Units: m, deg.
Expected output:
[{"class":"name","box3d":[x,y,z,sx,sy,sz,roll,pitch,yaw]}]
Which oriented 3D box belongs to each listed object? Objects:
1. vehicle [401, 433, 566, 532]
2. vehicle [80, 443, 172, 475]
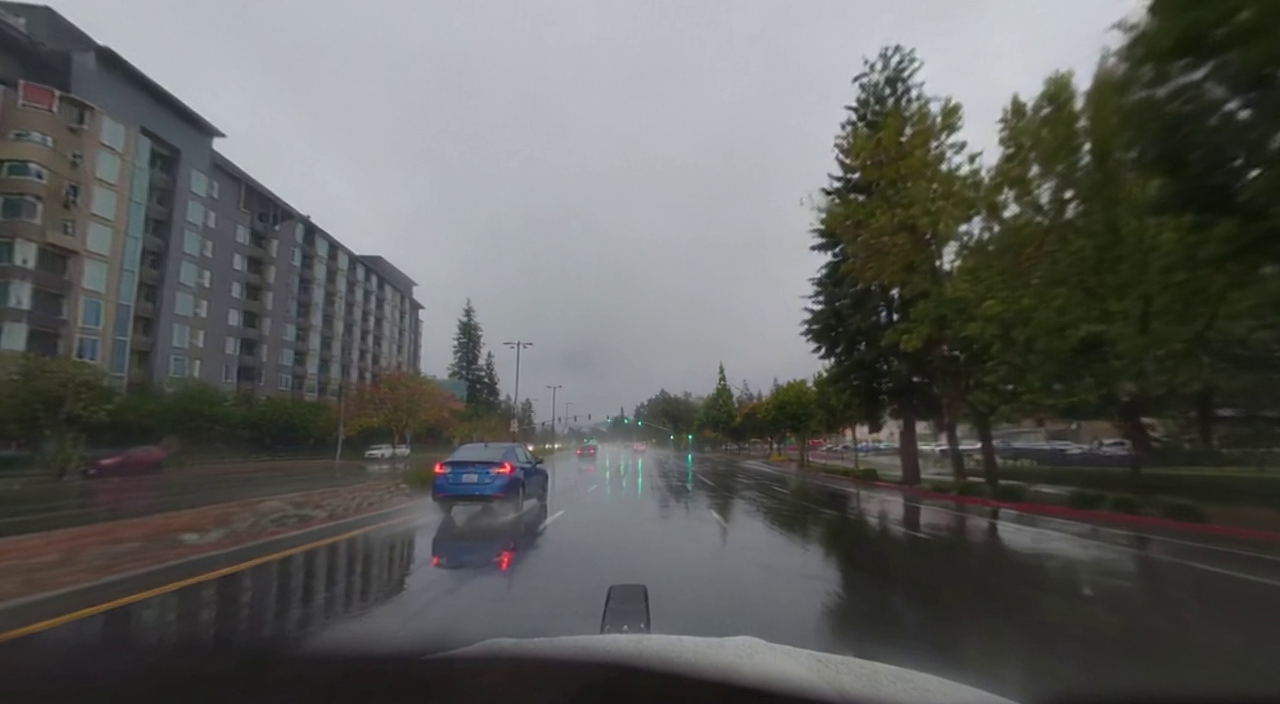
[{"class":"vehicle","box3d":[-2.824,2.444,12.534,2.009,1.489,4.543,-3,-8,1]},{"class":"vehicle","box3d":[-27.734,5.745,34.238,1.940,1.531,5.040,2,-8,-16]}]
